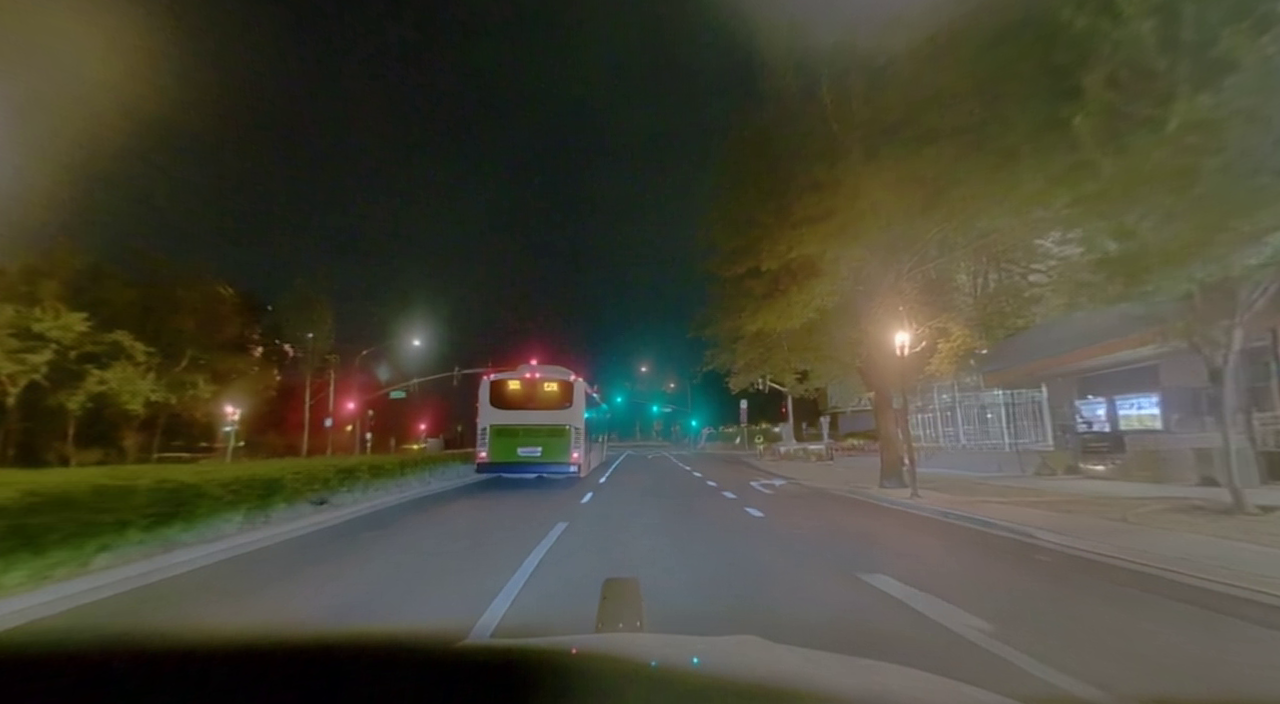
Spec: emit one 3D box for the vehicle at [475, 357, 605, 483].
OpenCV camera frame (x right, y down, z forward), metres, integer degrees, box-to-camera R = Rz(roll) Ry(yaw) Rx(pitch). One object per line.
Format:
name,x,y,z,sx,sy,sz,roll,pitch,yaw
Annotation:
vehicle,-3.026,2.660,22.696,3.031,3.429,11.005,0,-9,-1
